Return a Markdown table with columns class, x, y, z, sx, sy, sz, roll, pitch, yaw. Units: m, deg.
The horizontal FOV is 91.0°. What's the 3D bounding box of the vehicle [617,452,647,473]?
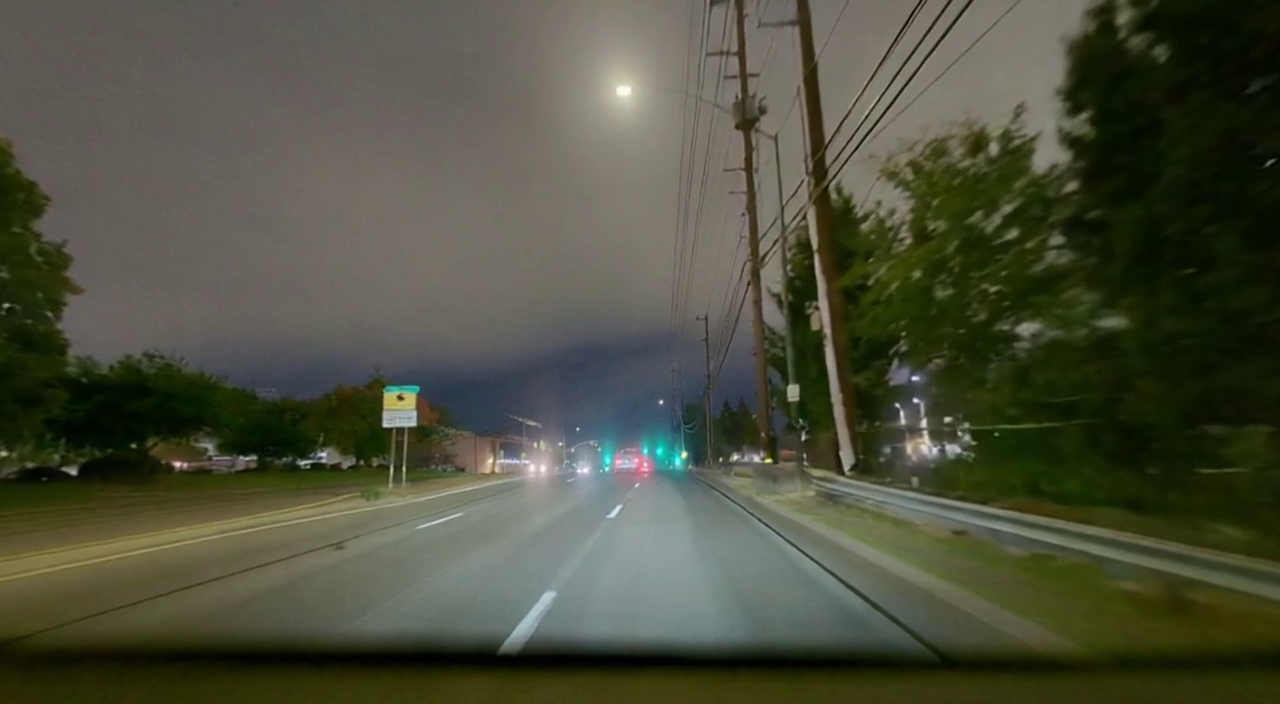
| class | x | y | z | sx | sy | sz | roll | pitch | yaw |
| --- | --- | --- | --- | --- | --- | --- | --- | --- | --- |
| vehicle | -0.562 | 8.655 | 49.382 | 2.114 | 1.492 | 4.453 | -1 | -9 | 2 |
